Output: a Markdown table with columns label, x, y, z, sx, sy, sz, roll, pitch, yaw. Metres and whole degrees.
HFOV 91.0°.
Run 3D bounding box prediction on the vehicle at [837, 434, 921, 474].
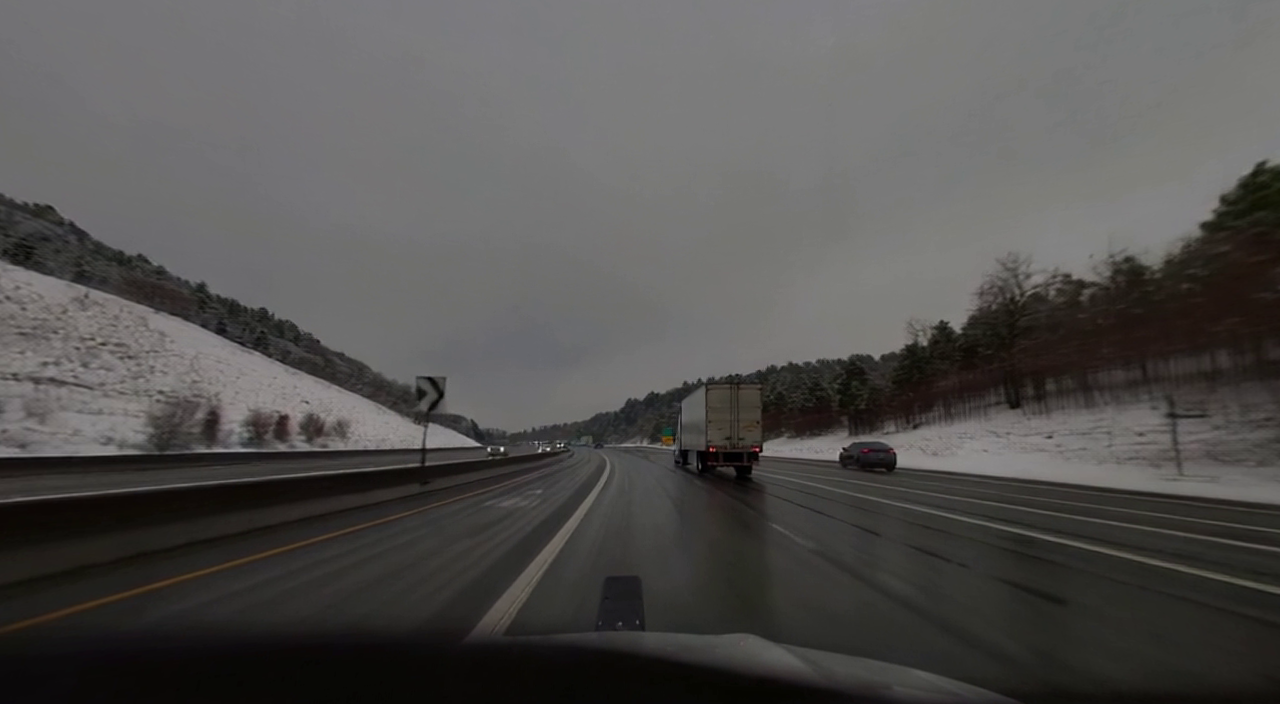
| label | x | y | z | sx | sy | sz | roll | pitch | yaw |
| --- | --- | --- | --- | --- | --- | --- | --- | --- | --- |
| vehicle | 11.307 | 4.869 | 30.214 | 2.046 | 1.741 | 4.769 | 0 | -9 | -1 |

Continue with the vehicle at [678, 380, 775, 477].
| label | x | y | z | sx | sy | sz | roll | pitch | yaw |
| --- | --- | --- | --- | --- | --- | --- | --- | --- | --- |
| vehicle | 3.870 | 3.917 | 31.162 | 3.049 | 3.968 | 10.706 | 0 | -9 | -1 |
